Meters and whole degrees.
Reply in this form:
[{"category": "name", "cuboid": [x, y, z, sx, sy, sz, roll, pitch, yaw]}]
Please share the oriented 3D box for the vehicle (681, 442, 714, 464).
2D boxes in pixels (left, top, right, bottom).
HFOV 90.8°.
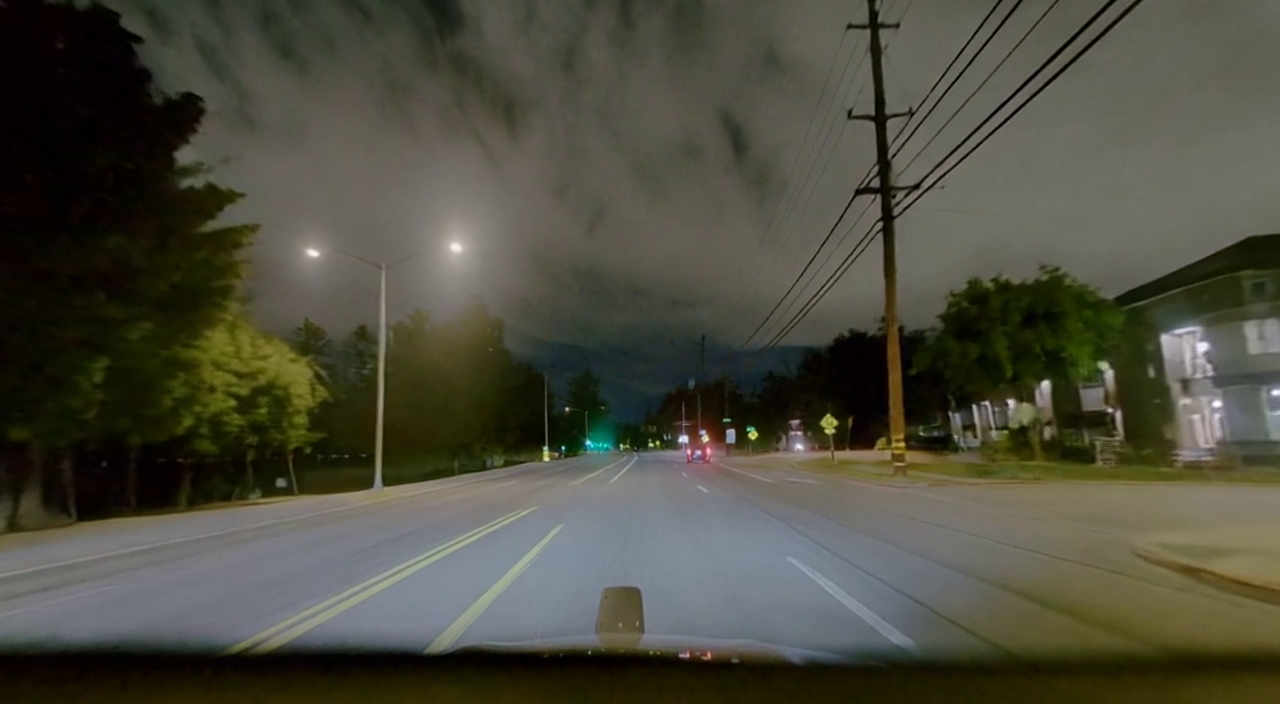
[{"category": "vehicle", "cuboid": [4.070, 7.229, 45.318, 2.015, 1.467, 4.117, -1, -8, 1]}]
